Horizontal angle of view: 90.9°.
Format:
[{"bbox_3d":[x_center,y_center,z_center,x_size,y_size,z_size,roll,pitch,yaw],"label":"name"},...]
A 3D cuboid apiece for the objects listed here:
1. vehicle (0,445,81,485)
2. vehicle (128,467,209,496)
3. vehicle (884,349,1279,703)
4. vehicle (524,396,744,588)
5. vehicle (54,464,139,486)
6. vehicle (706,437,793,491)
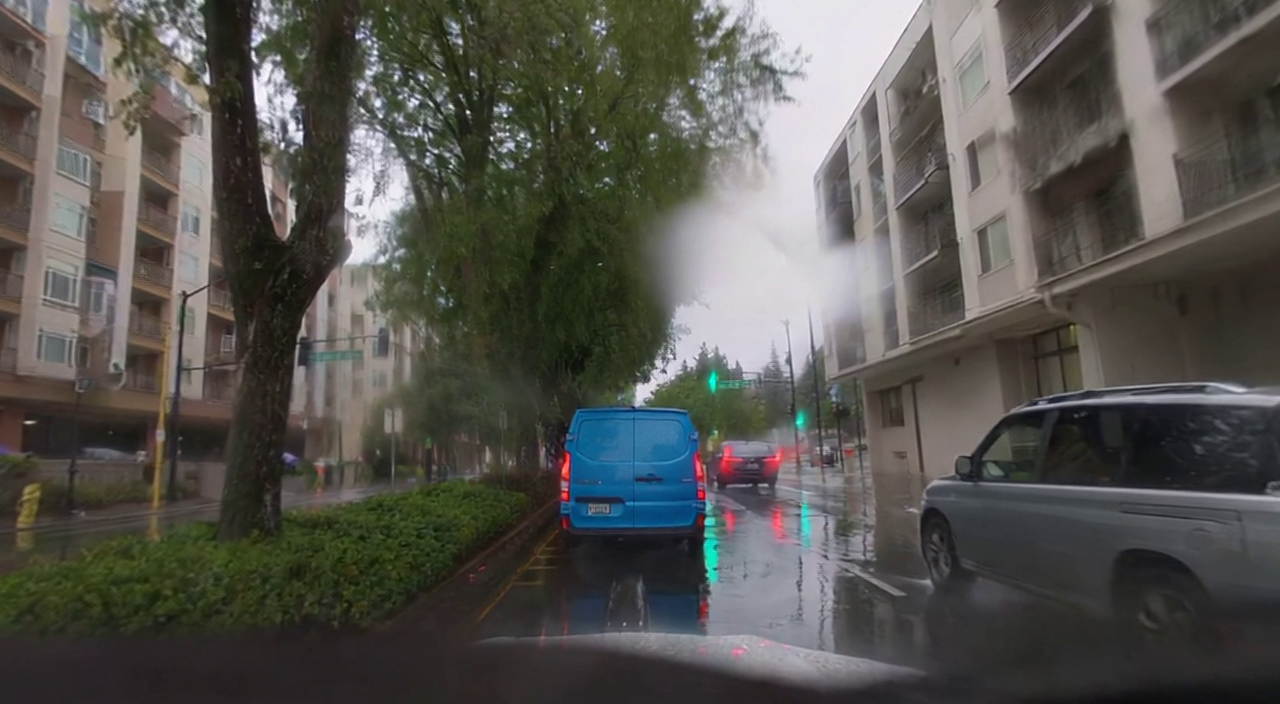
[{"bbox_3d":[-43.375,8.050,44.896,4.828,2.159,2.127,-4,-14,-11],"label":"vehicle"},{"bbox_3d":[-33.207,9.127,44.500,4.292,1.492,1.772,-6,-14,-1],"label":"vehicle"},{"bbox_3d":[3.788,1.157,4.779,2.157,1.748,4.130,0,-9,-1],"label":"vehicle"},{"bbox_3d":[-0.043,1.666,8.274,2.101,1.828,4.270,0,-9,0],"label":"vehicle"},{"bbox_3d":[-38.396,8.690,44.610,4.396,1.458,1.809,-1,-9,2],"label":"vehicle"},{"bbox_3d":[3.709,3.879,22.270,2.061,1.676,4.734,0,-9,-2],"label":"vehicle"}]
